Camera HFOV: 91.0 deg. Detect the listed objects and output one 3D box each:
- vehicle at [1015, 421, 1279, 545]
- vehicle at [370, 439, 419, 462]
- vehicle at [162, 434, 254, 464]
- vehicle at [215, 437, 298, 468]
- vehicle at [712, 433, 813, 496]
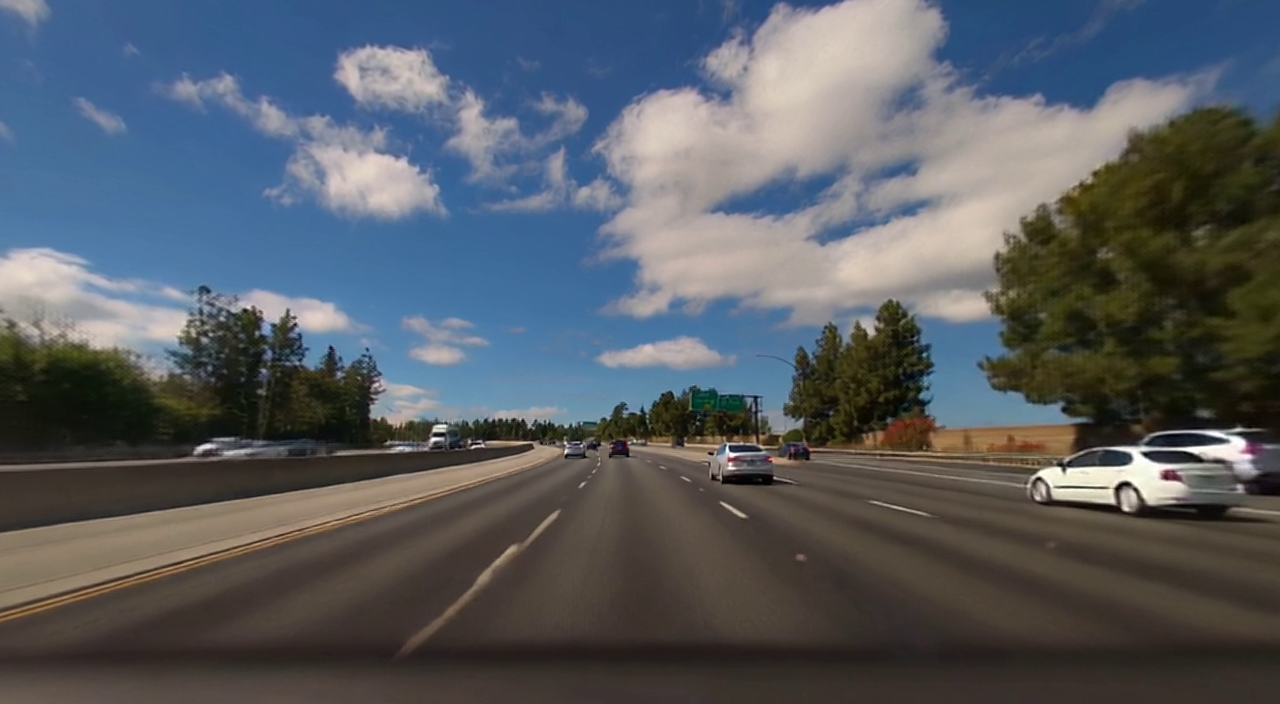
[{"bbox_3d":[8.886,2.100,10.777,1.909,1.634,4.739,0,-9,-1],"label":"vehicle"},{"bbox_3d":[-17.842,7.185,45.962,1.921,1.515,4.417,0,-9,-2],"label":"vehicle"},{"bbox_3d":[-28.290,6.374,41.536,2.163,1.813,5.608,0,-9,-2],"label":"vehicle"},{"bbox_3d":[-21.310,5.602,35.200,1.970,1.632,4.332,0,-9,-2],"label":"vehicle"},{"bbox_3d":[3.289,3.126,17.730,1.975,1.562,3.823,0,-9,-1],"label":"vehicle"}]
